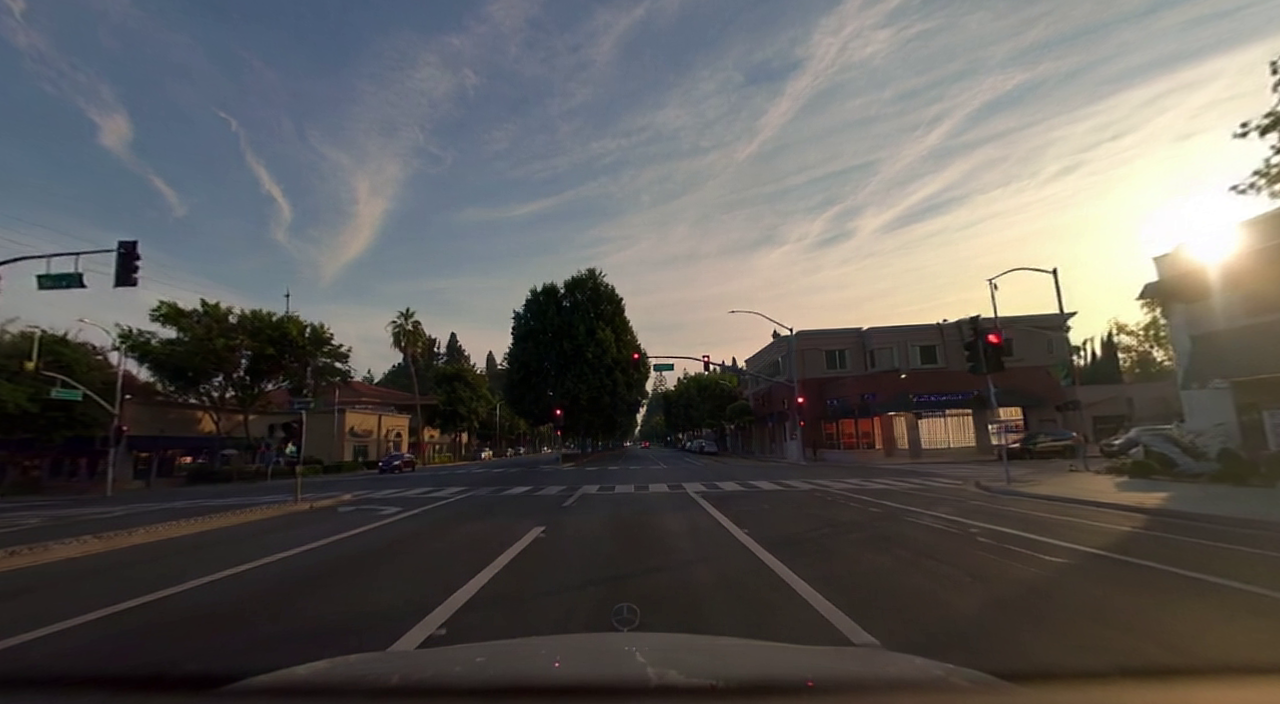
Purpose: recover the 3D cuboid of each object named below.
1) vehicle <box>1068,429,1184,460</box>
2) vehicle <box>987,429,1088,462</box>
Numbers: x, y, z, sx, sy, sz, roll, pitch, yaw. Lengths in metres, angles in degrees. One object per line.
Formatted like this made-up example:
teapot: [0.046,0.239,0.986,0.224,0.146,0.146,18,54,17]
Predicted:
vehicle: [27.298,5.226,35.567,4.910,1.644,2.032,0,-9,-4]
vehicle: [22.038,5.216,35.092,4.323,1.746,1.872,0,-9,-3]
